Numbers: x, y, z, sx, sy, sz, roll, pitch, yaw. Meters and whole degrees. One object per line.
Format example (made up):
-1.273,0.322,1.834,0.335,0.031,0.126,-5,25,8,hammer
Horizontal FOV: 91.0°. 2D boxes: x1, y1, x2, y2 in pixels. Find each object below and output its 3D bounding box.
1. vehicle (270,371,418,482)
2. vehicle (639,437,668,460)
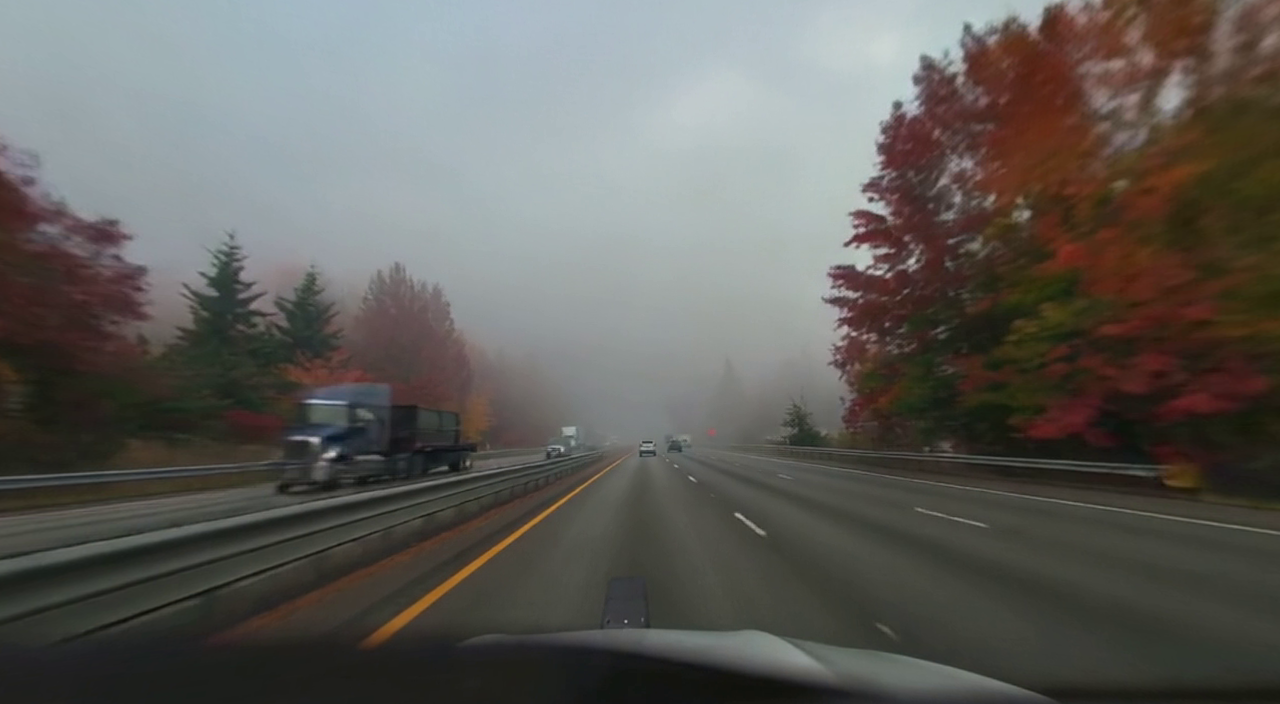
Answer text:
-11.566,3.058,25.359,2.945,3.941,6.037,0,-8,-1,vehicle
0.874,6.663,43.593,1.924,1.498,3.817,0,-8,0,vehicle
